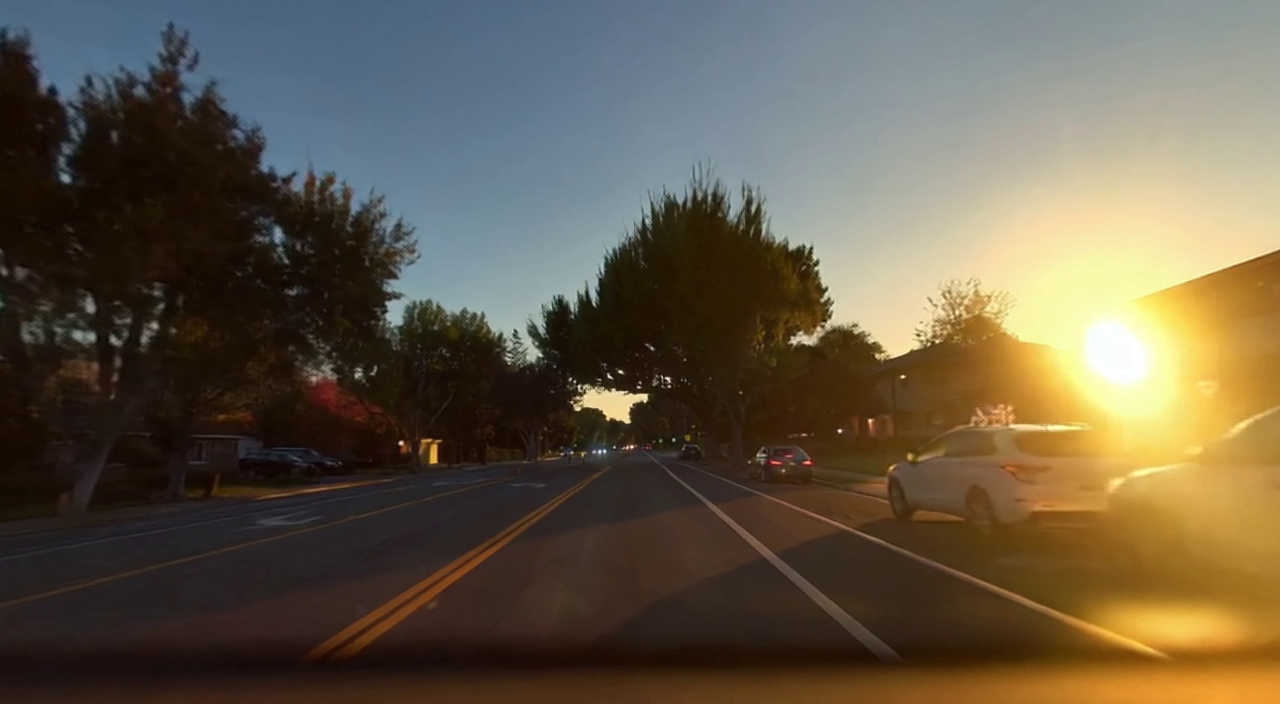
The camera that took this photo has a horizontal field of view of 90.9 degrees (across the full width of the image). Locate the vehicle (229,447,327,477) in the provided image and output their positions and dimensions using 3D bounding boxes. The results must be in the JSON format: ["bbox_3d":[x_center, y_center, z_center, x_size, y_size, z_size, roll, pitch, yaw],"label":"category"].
[{"bbox_3d":[-21.800,6.624,38.106,4.610,1.721,2.019,0,-9,-2],"label":"vehicle"}]

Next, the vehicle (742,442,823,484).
[{"bbox_3d":[5.376,4.230,24.358,1.935,1.453,4.488,0,-9,-2],"label":"vehicle"}]

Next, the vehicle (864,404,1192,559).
[{"bbox_3d":[5.236,1.812,9.499,2.047,1.752,4.538,0,-9,1],"label":"vehicle"}]

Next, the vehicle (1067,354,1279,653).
[{"bbox_3d":[4.977,0.848,3.345,2.160,1.800,4.646,0,-9,1],"label":"vehicle"}]
